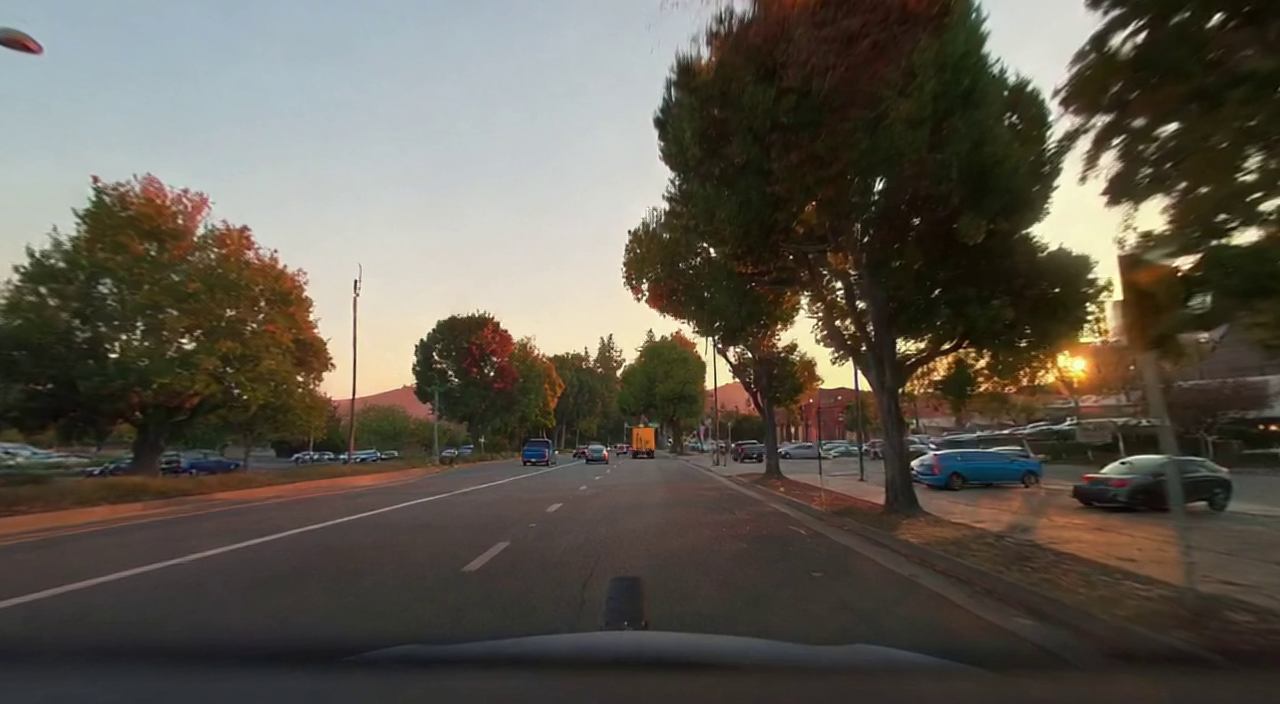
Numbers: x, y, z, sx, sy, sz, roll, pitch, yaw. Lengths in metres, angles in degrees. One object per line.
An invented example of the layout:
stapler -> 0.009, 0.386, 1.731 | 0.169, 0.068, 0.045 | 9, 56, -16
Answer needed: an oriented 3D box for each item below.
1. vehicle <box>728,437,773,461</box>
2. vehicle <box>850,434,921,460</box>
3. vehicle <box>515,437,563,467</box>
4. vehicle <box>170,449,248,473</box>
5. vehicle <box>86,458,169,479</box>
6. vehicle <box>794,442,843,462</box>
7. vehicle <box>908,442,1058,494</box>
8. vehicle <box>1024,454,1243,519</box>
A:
vehicle -> 8.517, 7.567, 49.072 | 2.057, 1.750, 4.679 | 1, -9, -9
vehicle -> 18.882, 7.369, 48.787 | 2.211, 1.880, 5.847 | 2, -9, -12
vehicle -> -6.641, 6.640, 42.001 | 2.149, 1.893, 5.187 | 0, -8, 2
vehicle -> -33.907, 8.576, 49.670 | 4.555, 1.761, 2.039 | 0, -8, 0
vehicle -> -33.809, 7.692, 41.653 | 3.913, 1.329, 1.824 | 0, -8, 1
vehicle -> 13.798, 7.733, 49.006 | 1.944, 1.476, 4.483 | 1, -9, -10
vehicle -> 13.884, 4.711, 25.766 | 4.812, 1.825, 2.073 | -3, -9, 2
vehicle -> 13.455, 3.671, 17.430 | 4.367, 1.459, 1.851 | -3, -9, 2
